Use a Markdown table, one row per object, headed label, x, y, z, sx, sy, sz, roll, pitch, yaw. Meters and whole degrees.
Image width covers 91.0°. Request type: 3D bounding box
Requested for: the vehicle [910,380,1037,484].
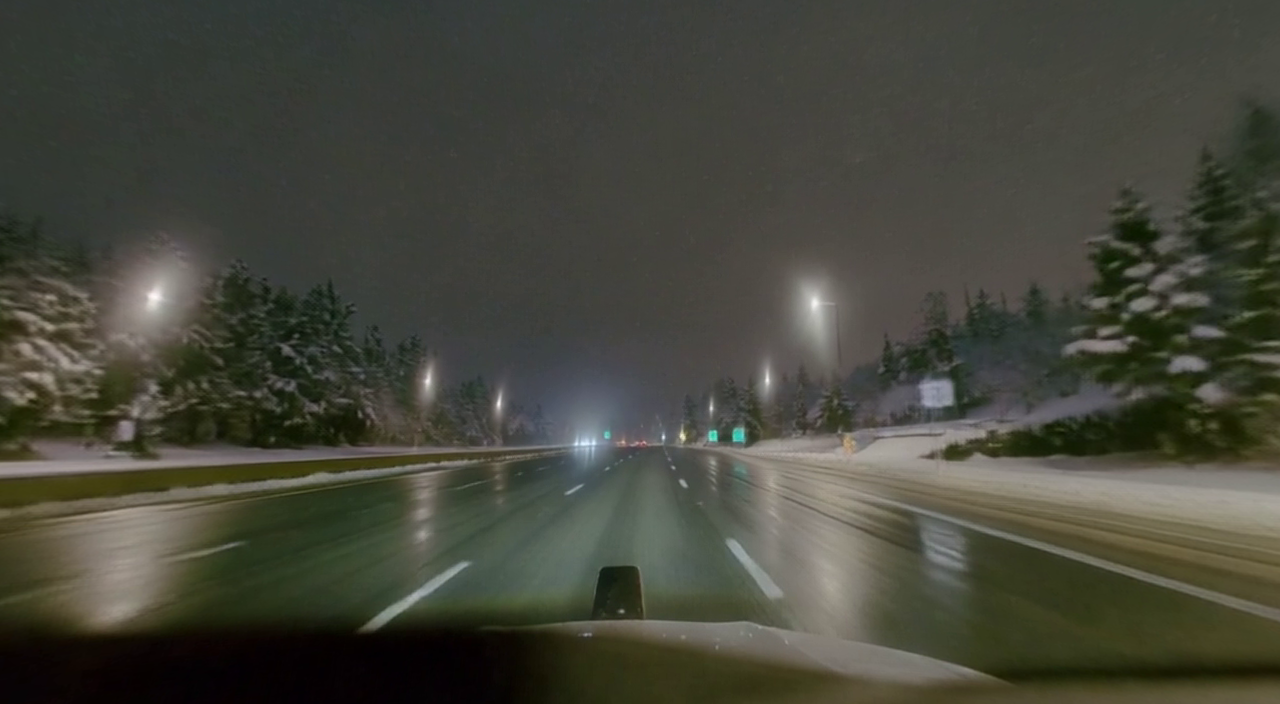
| label | x | y | z | sx | sy | sz | roll | pitch | yaw |
| --- | --- | --- | --- | --- | --- | --- | --- | --- | --- |
| vehicle | 12.549 | 3.086 | 24.068 | 2.772 | 3.642 | 3.493 | 0 | -9 | 1 |
